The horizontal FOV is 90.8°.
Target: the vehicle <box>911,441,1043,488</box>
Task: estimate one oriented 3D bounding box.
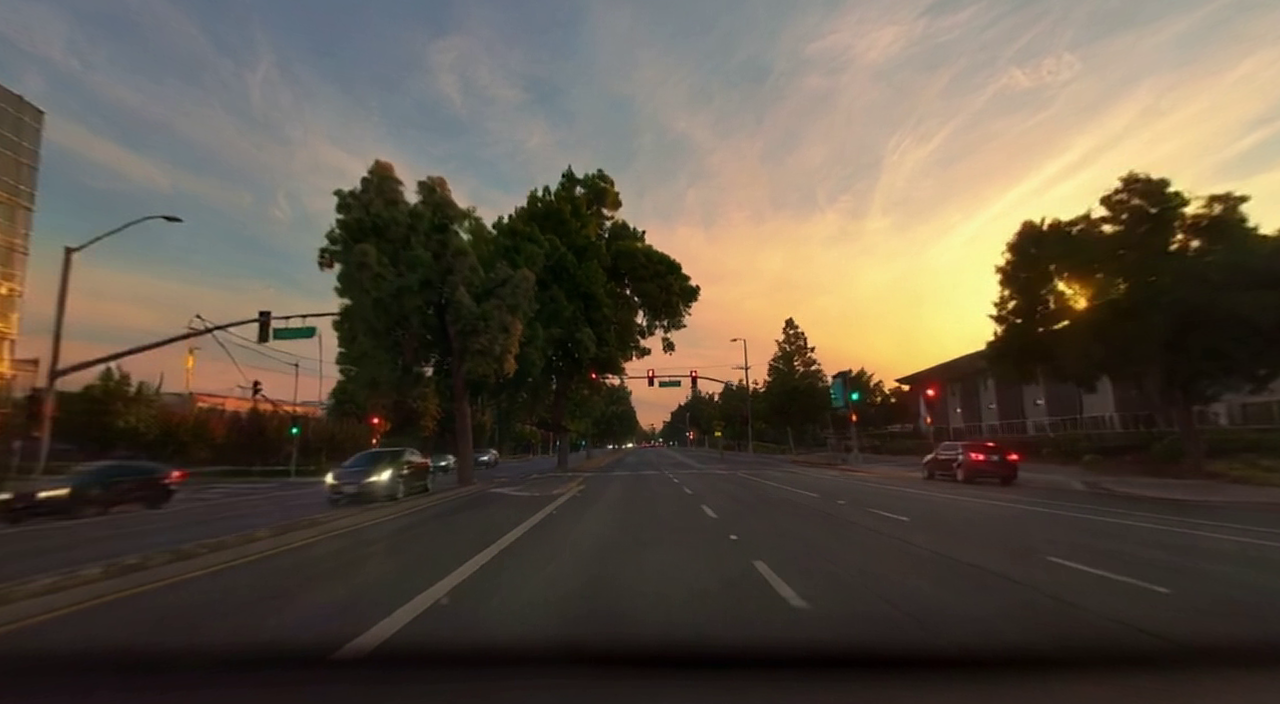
[{"bbox_3d":[11.640,3.895,22.266,1.955,1.455,4.727,0,-9,-1],"label":"vehicle"}]

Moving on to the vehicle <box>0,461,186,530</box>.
[{"bbox_3d":[-15.670,4.033,18.312,1.892,1.631,4.226,0,-9,-1],"label":"vehicle"}]

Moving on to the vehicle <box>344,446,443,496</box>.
[{"bbox_3d":[-9.222,4.447,24.100,2.010,1.682,4.346,0,-9,0],"label":"vehicle"}]
